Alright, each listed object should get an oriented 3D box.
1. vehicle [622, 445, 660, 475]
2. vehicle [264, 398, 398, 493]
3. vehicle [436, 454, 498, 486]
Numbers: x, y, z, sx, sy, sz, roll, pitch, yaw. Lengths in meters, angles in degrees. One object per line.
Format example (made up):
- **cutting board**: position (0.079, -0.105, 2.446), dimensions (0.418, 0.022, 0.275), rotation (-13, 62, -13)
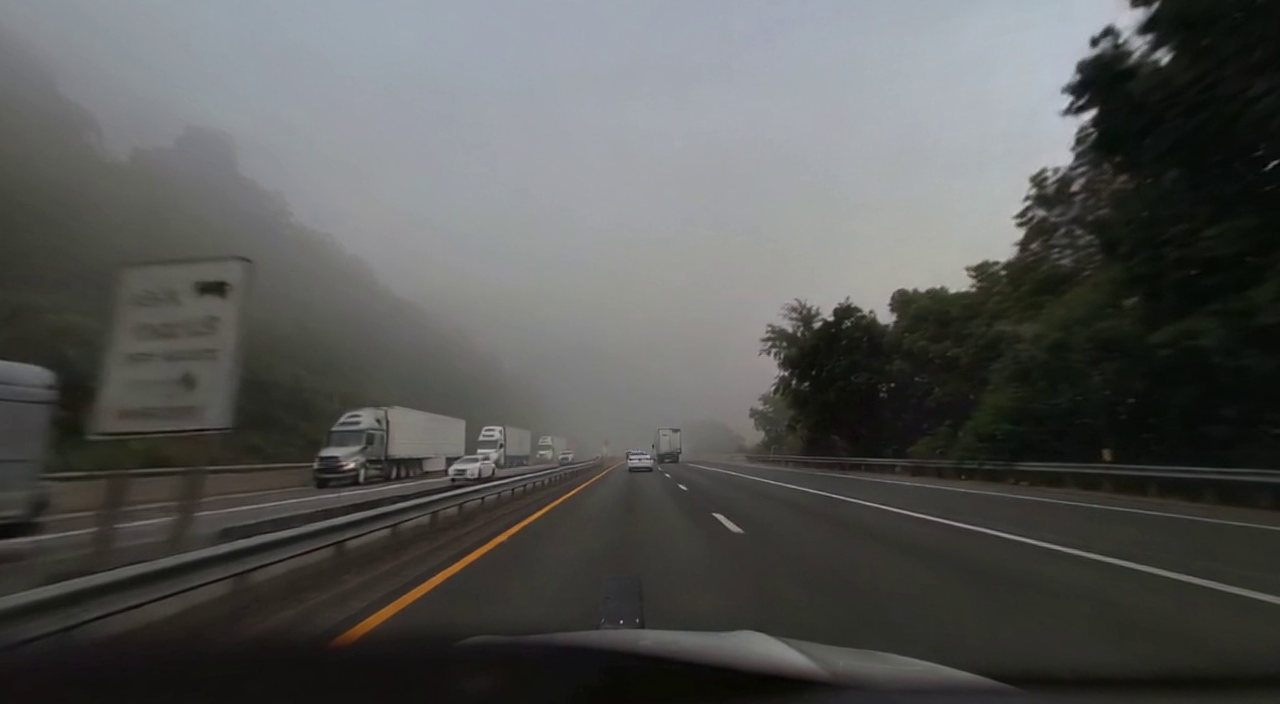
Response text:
- **vehicle**: position (0.037, 6.427, 37.676), dimensions (2.137, 1.689, 4.051), rotation (0, -9, -1)
- **vehicle**: position (-14.244, 4.418, 29.757), dimensions (2.937, 3.963, 5.873), rotation (-1, -9, 3)
- **vehicle**: position (-8.526, 5.839, 31.532), dimensions (1.911, 1.442, 4.392), rotation (0, -9, -1)
